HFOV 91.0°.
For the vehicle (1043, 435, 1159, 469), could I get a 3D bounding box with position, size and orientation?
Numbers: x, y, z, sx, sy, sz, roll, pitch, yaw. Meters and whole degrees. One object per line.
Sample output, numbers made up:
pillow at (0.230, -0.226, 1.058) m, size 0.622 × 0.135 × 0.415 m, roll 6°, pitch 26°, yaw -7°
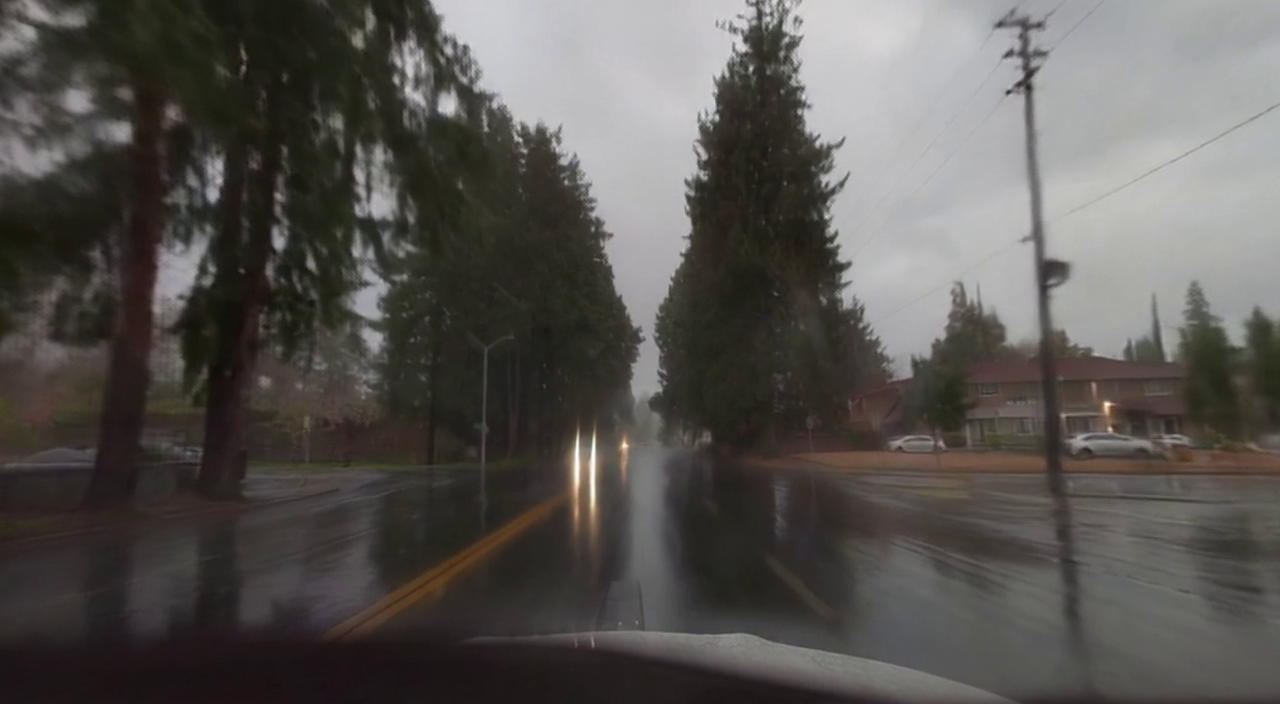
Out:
vehicle at (24.620, 5.347, 33.833) m, size 4.508 × 1.687 × 2.070 m, roll -3°, pitch -9°, yaw 19°
